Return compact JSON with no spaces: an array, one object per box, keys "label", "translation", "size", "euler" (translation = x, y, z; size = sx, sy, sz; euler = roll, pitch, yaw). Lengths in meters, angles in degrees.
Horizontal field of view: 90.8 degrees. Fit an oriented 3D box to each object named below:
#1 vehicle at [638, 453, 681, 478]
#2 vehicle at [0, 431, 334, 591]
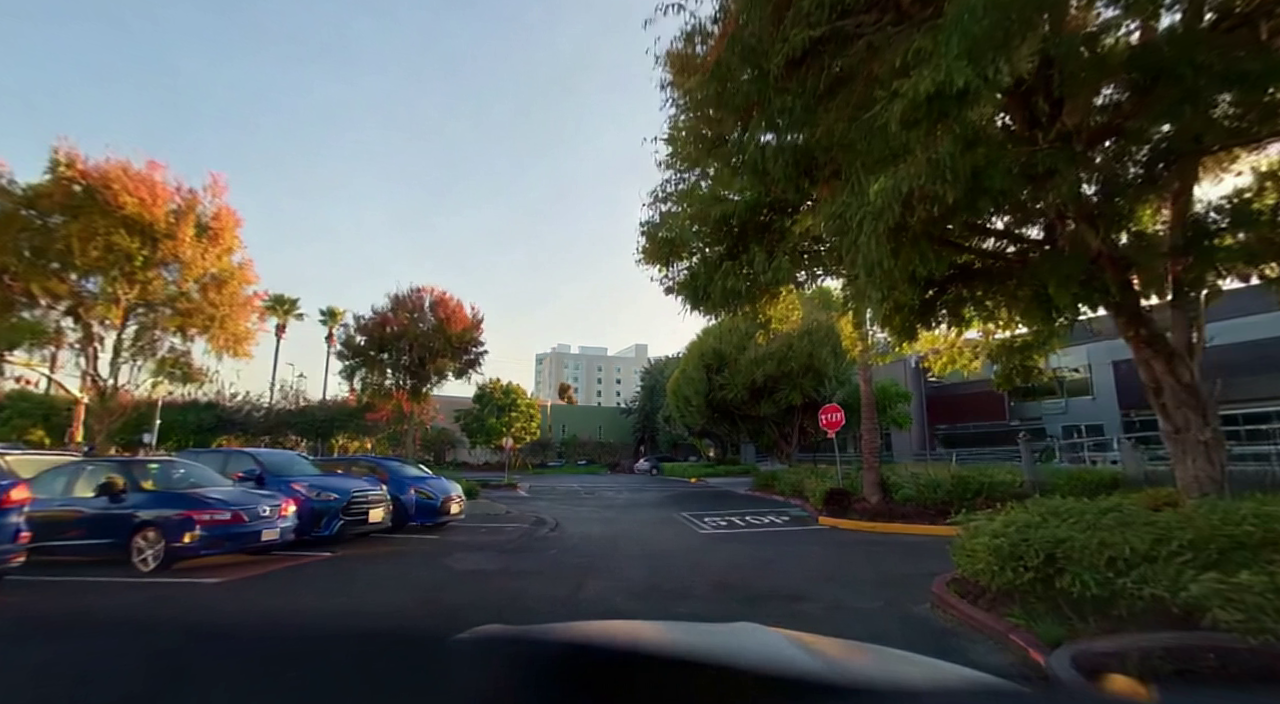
[{"label":"vehicle","translation":[1.381,8.371,46.826],"size":[2.071,1.700,4.367],"euler":[2,-9,-14]},{"label":"vehicle","translation":[-7.020,2.014,8.692],"size":[4.416,1.636,2.206],"euler":[2,-9,9]}]
